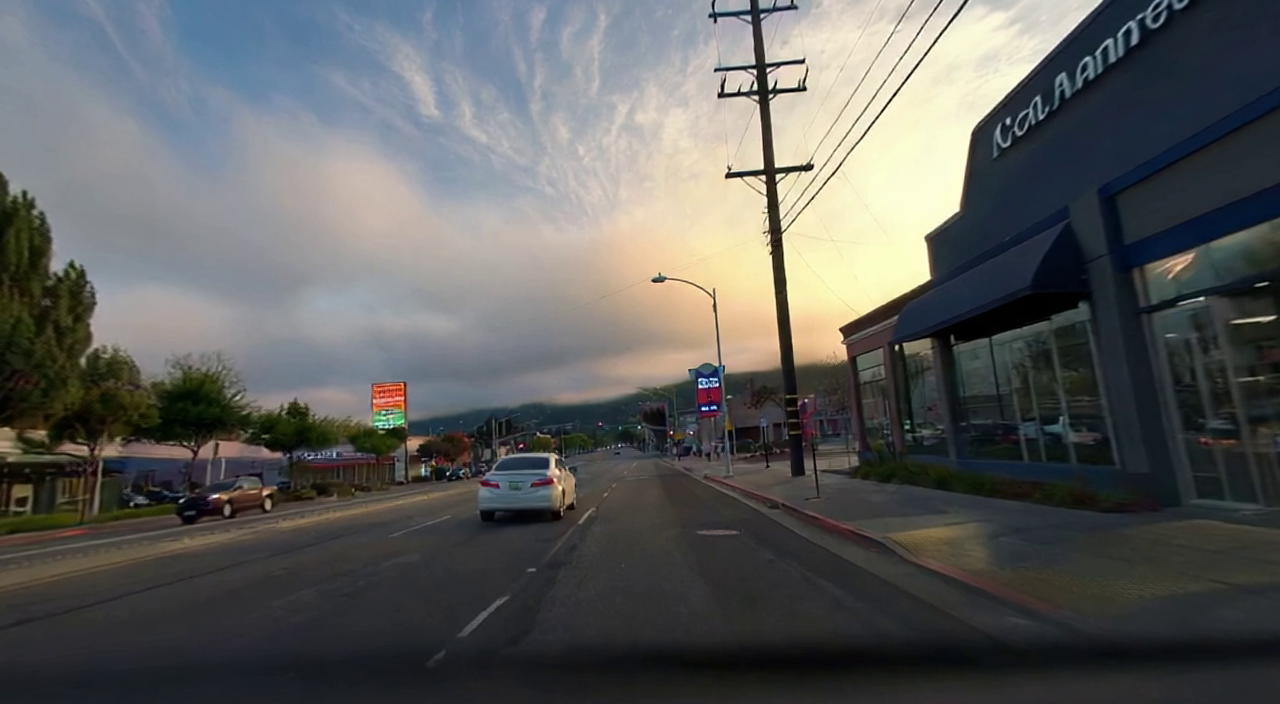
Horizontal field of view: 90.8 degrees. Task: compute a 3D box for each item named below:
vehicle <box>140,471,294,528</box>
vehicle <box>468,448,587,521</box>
[{"bbox_3d":[-13.677,4.750,20.825,1.922,1.481,4.441,-1,-9,1],"label":"vehicle"},{"bbox_3d":[-2.448,2.998,14.849,1.977,1.451,4.032,-1,-9,1],"label":"vehicle"}]
